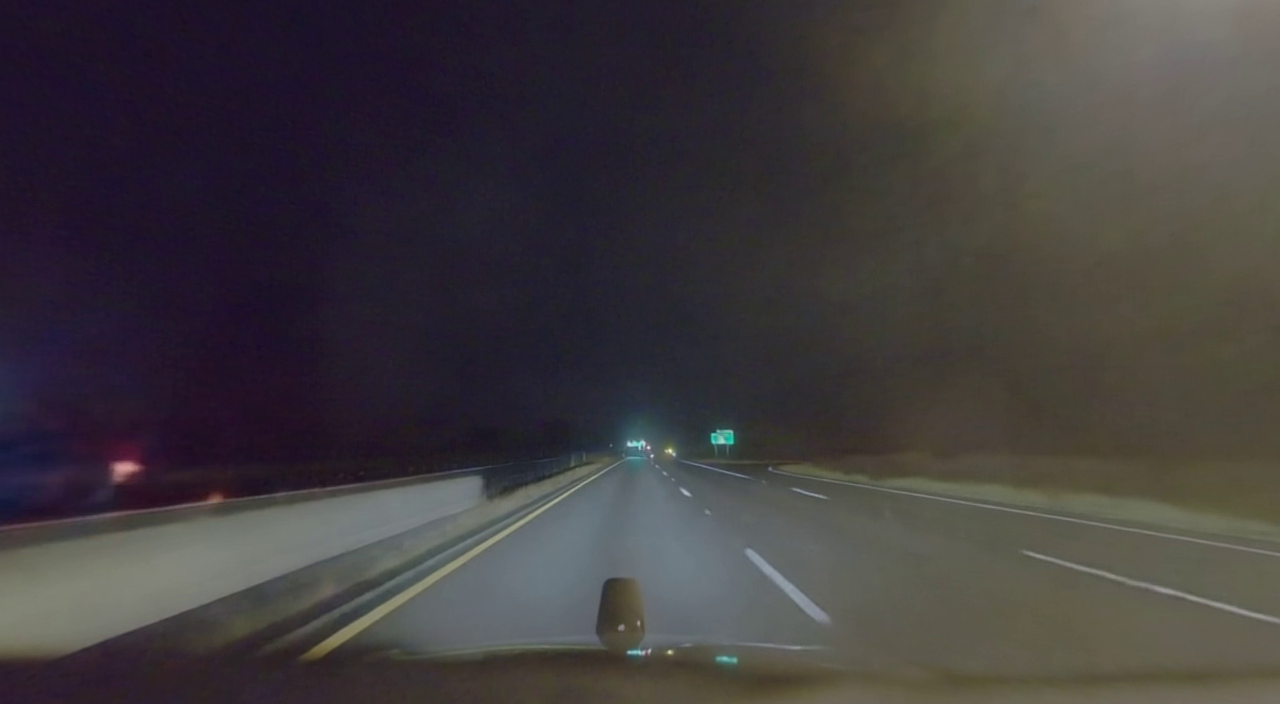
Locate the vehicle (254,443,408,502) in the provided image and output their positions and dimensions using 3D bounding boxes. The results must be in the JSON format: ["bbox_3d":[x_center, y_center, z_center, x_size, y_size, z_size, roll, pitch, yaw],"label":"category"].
[{"bbox_3d":[-8.473,3.321,17.865,2.136,1.442,4.377,0,-9,0],"label":"vehicle"}]
